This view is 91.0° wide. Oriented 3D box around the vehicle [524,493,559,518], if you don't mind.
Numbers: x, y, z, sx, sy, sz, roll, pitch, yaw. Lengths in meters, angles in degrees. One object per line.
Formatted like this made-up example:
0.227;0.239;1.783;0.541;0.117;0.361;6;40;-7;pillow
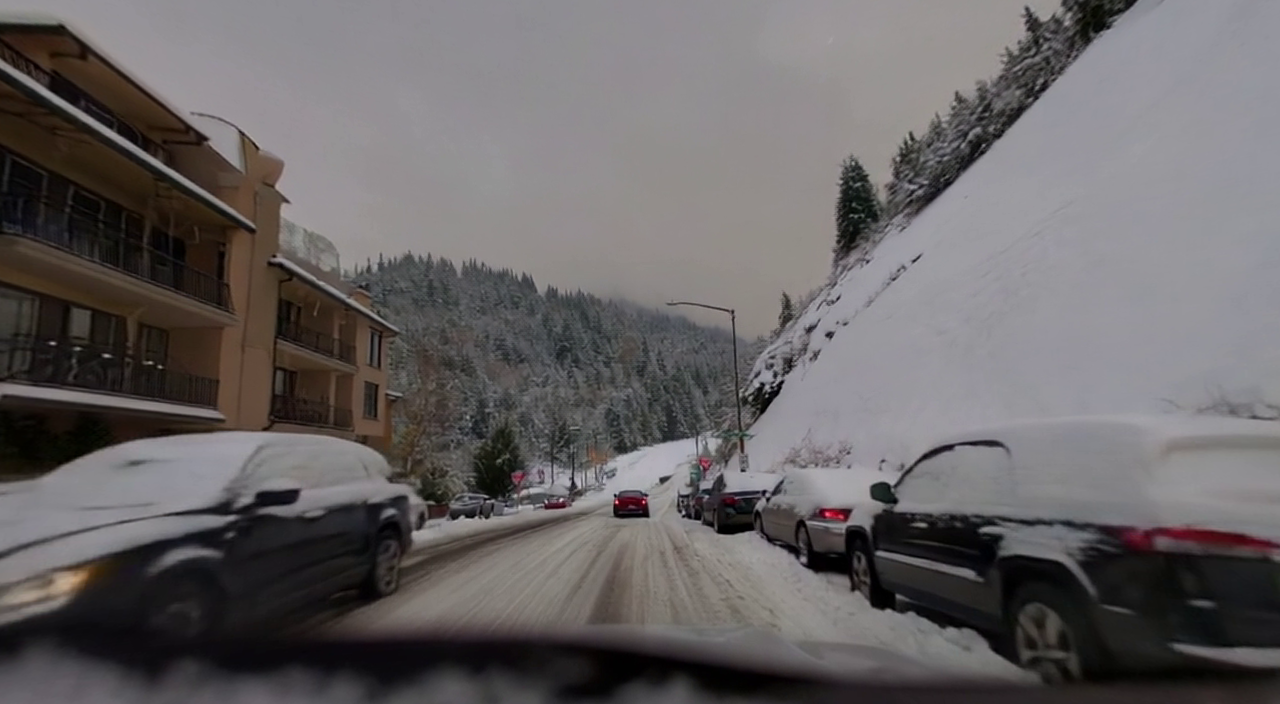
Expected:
-7.112;11.095;45.784;1.859;1.428;4.465;0;-9;-1;vehicle

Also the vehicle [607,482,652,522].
-0.576;7.807;33.018;2.201;1.731;3.854;0;-9;-2;vehicle

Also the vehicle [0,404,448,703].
-3.238;1.419;4.781;2.102;1.621;4.627;0;-10;0;vehicle

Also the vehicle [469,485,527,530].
-6.897;7.593;31.013;2.013;1.729;4.329;0;-9;-2;vehicle

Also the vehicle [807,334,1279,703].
2.890;1.205;4.424;2.139;1.752;4.411;0;-11;-1;vehicle
